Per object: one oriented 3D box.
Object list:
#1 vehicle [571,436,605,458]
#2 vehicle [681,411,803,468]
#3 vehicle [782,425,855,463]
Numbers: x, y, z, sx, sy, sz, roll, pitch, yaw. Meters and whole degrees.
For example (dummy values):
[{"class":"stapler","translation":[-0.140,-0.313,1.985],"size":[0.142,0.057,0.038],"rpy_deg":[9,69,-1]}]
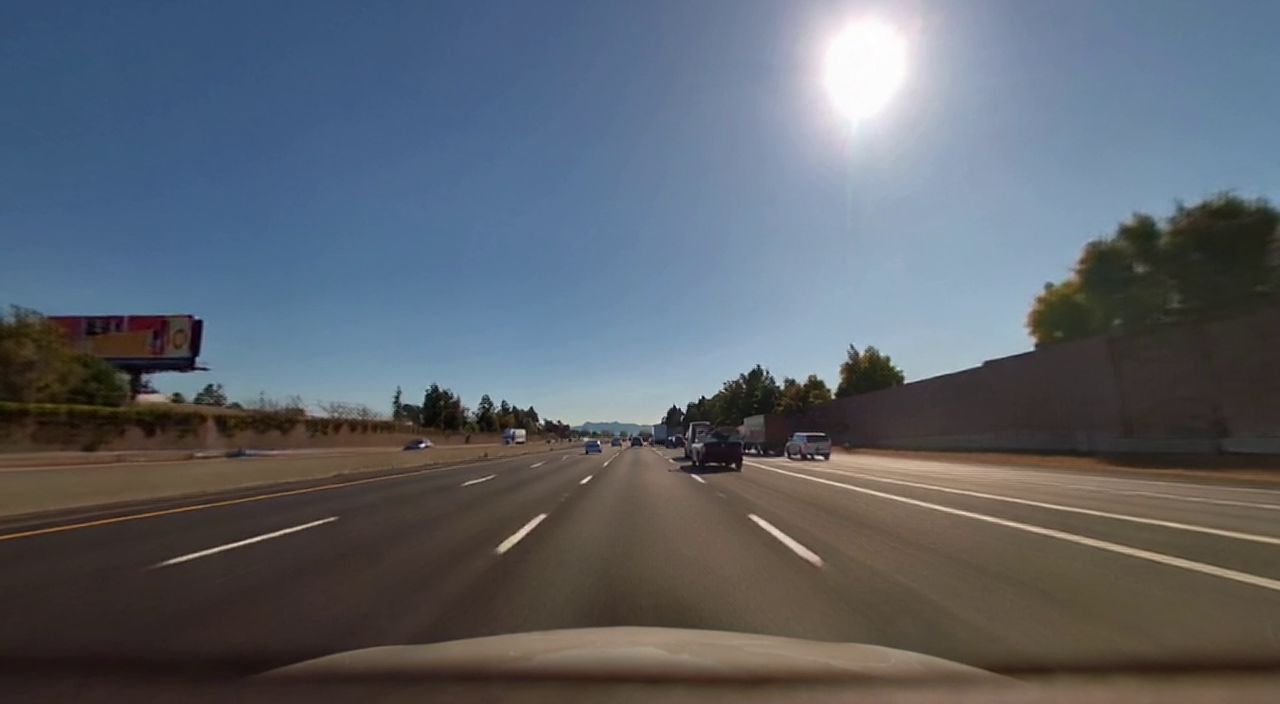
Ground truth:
[{"class":"vehicle","translation":[-3.708,6.828,45.412],"size":[2.066,1.500,4.415],"rpy_deg":[0,-8,0]},{"class":"vehicle","translation":[4.100,4.165,29.488],"size":[3.042,2.004,14.051],"rpy_deg":[0,-8,-2]},{"class":"vehicle","translation":[9.539,5.020,34.186],"size":[2.184,1.873,5.466],"rpy_deg":[0,-8,-2]}]
